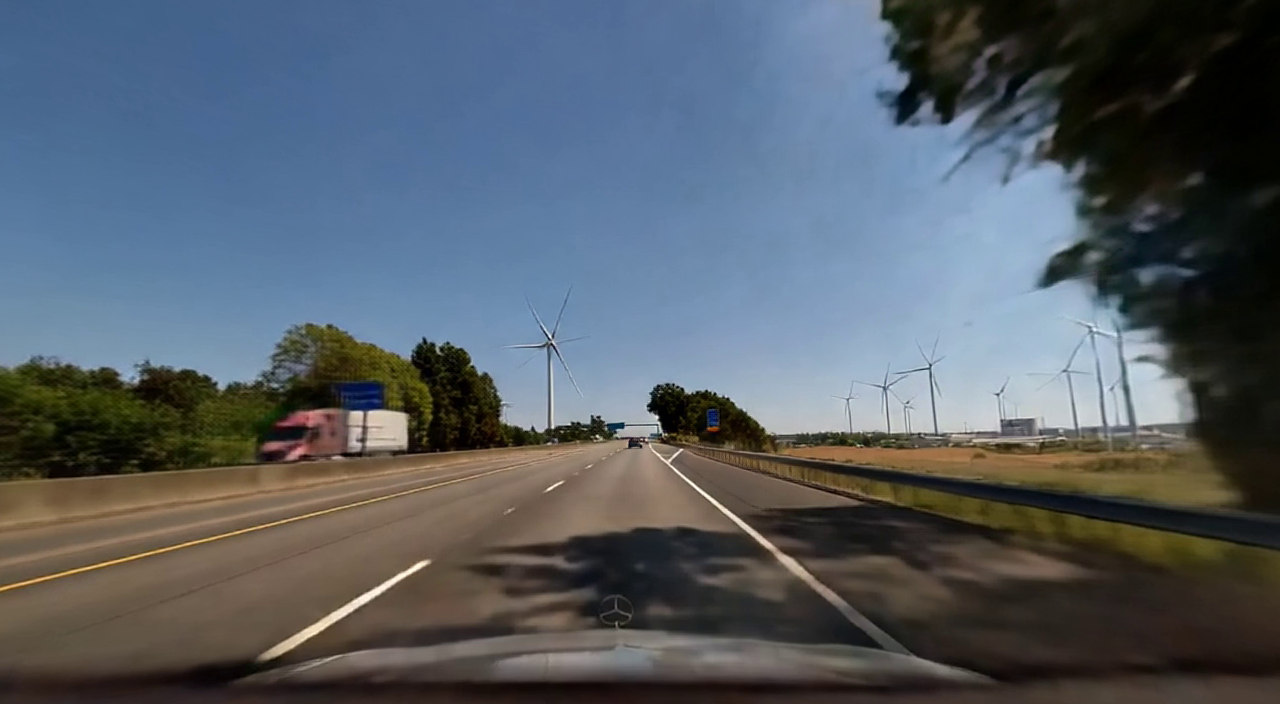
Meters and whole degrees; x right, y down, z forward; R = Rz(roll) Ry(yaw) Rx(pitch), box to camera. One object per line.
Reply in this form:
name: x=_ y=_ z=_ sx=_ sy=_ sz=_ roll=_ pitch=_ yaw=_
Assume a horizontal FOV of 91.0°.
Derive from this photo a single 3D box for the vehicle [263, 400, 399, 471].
vehicle: x=-17.247 y=4.853 z=36.177 sx=2.971 sy=3.525 sz=9.305 roll=0 pitch=-8 yaw=0
